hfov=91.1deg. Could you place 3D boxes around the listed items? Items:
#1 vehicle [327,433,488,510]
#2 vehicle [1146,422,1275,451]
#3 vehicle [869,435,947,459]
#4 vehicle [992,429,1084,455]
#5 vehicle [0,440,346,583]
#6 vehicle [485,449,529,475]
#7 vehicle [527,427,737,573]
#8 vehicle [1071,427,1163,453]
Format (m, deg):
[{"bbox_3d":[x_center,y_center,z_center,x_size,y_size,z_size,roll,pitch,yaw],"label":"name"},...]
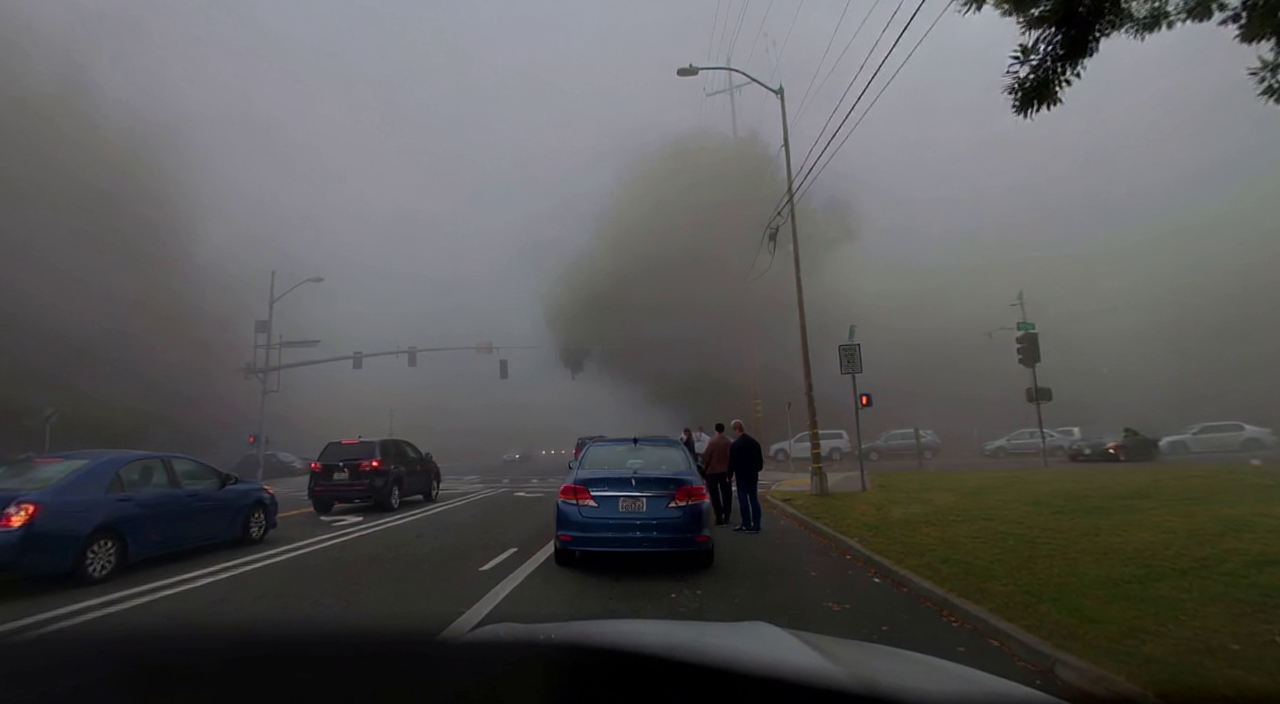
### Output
[{"bbox_3d":[-6.146,3.215,17.466,2.230,1.811,5.183,-1,-9,3],"label":"vehicle"},{"bbox_3d":[30.520,4.600,33.803,4.739,1.472,1.804,-5,-10,30],"label":"vehicle"},{"bbox_3d":[17.518,6.217,41.146,4.441,1.452,1.798,-5,-10,30],"label":"vehicle"},{"bbox_3d":[23.812,5.437,37.746,4.454,1.440,1.816,-5,-10,30],"label":"vehicle"},{"bbox_3d":[-6.330,2.057,9.031,1.948,1.530,4.283,0,-9,3],"label":"vehicle"},{"bbox_3d":[-8.435,7.019,40.170,1.823,1.543,3.944,0,-9,2],"label":"vehicle"},{"bbox_3d":[-0.058,1.861,8.686,2.182,1.501,4.150,0,-9,1],"label":"vehicle"},{"bbox_3d":[29.092,5.415,38.465,4.179,1.527,1.811,-5,-10,29],"label":"vehicle"}]
